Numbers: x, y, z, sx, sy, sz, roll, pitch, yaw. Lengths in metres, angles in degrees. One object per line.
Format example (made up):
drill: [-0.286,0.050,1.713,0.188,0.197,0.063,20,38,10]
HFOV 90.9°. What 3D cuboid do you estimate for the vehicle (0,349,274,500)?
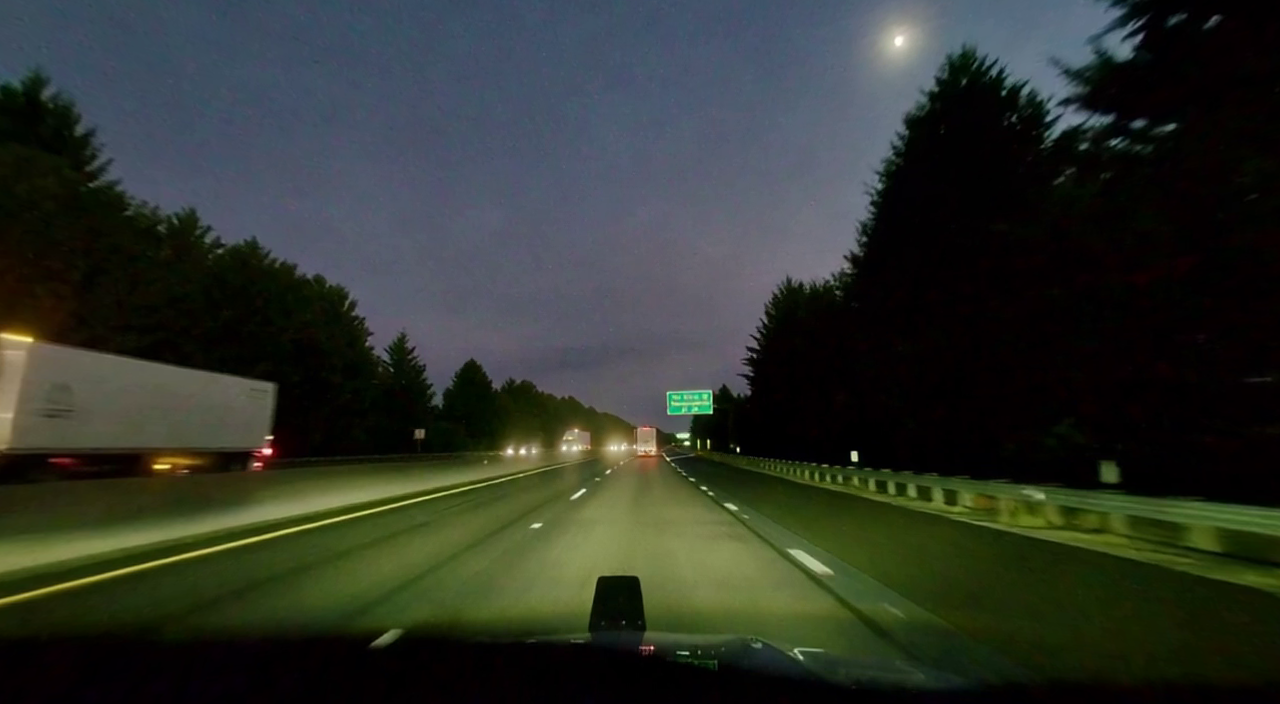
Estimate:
vehicle: [-16.168,2.547,20.967,2.885,4.010,8.234,0,-9,0]
